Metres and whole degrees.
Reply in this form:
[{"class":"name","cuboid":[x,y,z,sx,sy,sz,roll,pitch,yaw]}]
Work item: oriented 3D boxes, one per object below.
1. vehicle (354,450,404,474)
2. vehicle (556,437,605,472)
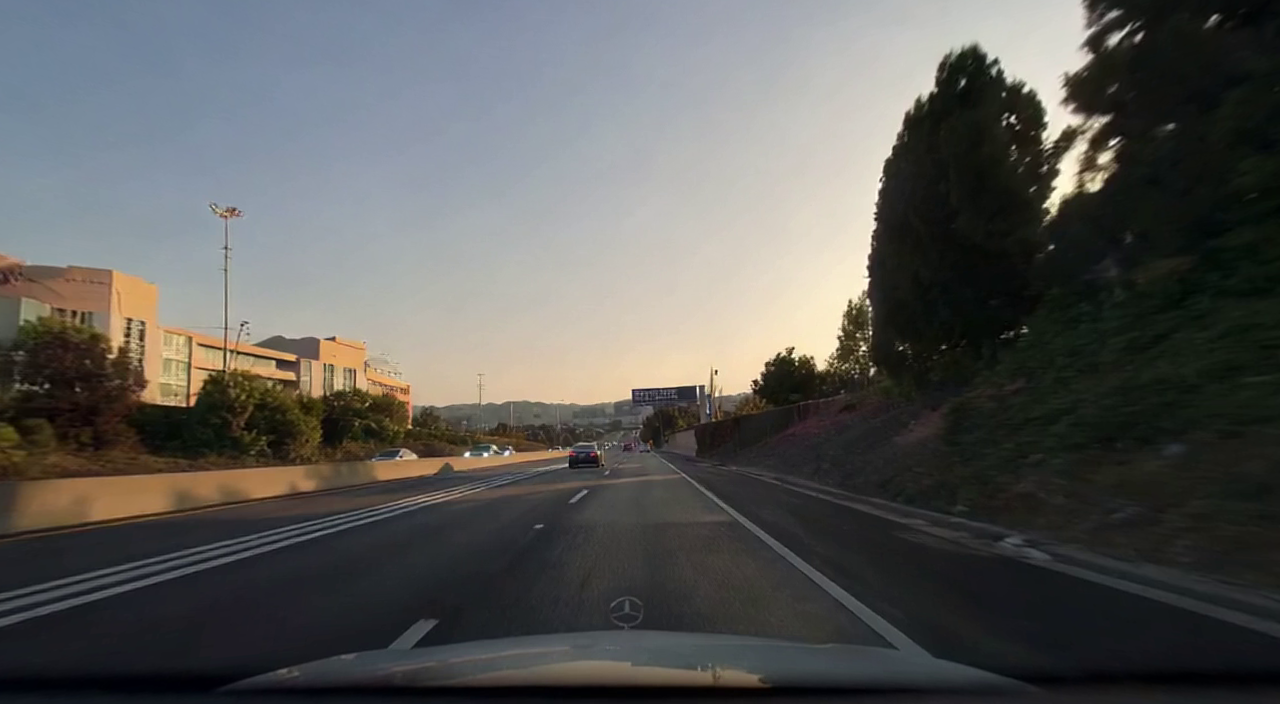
[{"class":"vehicle","cuboid":[-17.158,7.205,41.665,1.722,1.461,3.636,-1,-8,1]},{"class":"vehicle","cuboid":[-3.272,5.771,35.688,2.159,1.793,5.027,-1,-8,1]}]
